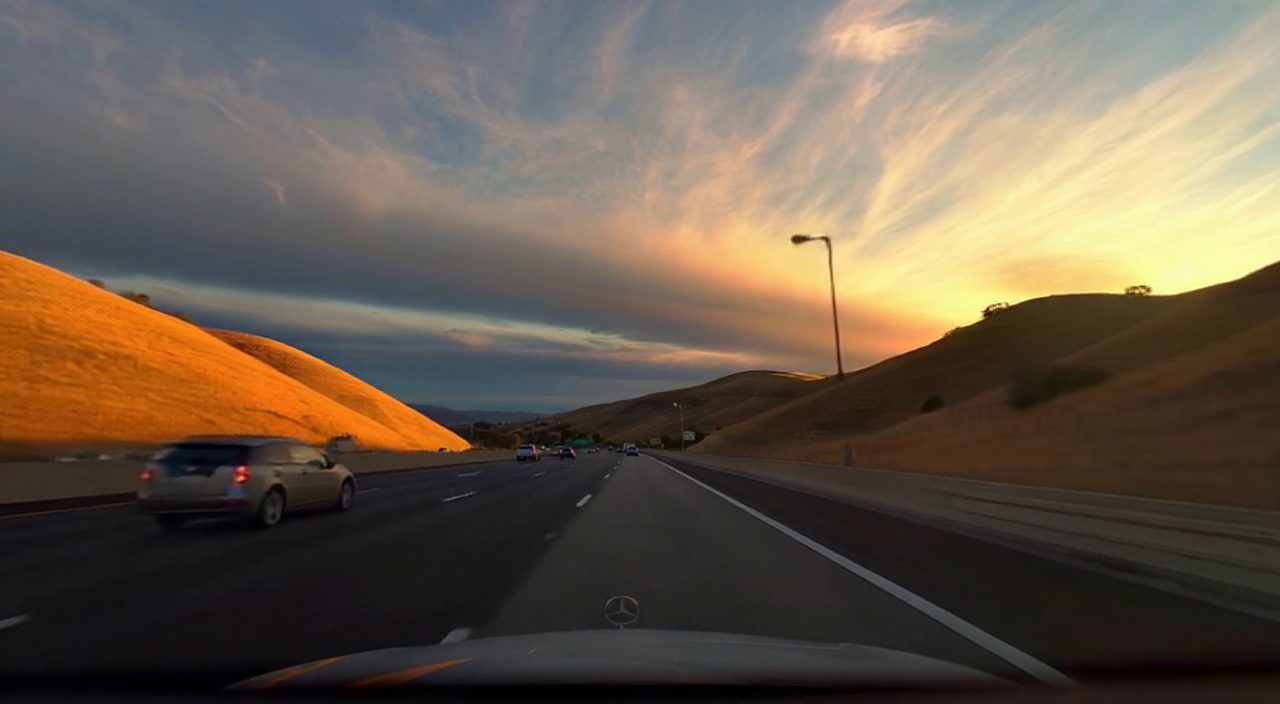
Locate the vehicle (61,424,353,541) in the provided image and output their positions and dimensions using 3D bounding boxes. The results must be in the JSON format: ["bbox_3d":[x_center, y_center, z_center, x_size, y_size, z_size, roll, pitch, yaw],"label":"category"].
[{"bbox_3d":[-7.106,2.176,11.098,2.045,1.624,4.338,0,-9,0],"label":"vehicle"}]
